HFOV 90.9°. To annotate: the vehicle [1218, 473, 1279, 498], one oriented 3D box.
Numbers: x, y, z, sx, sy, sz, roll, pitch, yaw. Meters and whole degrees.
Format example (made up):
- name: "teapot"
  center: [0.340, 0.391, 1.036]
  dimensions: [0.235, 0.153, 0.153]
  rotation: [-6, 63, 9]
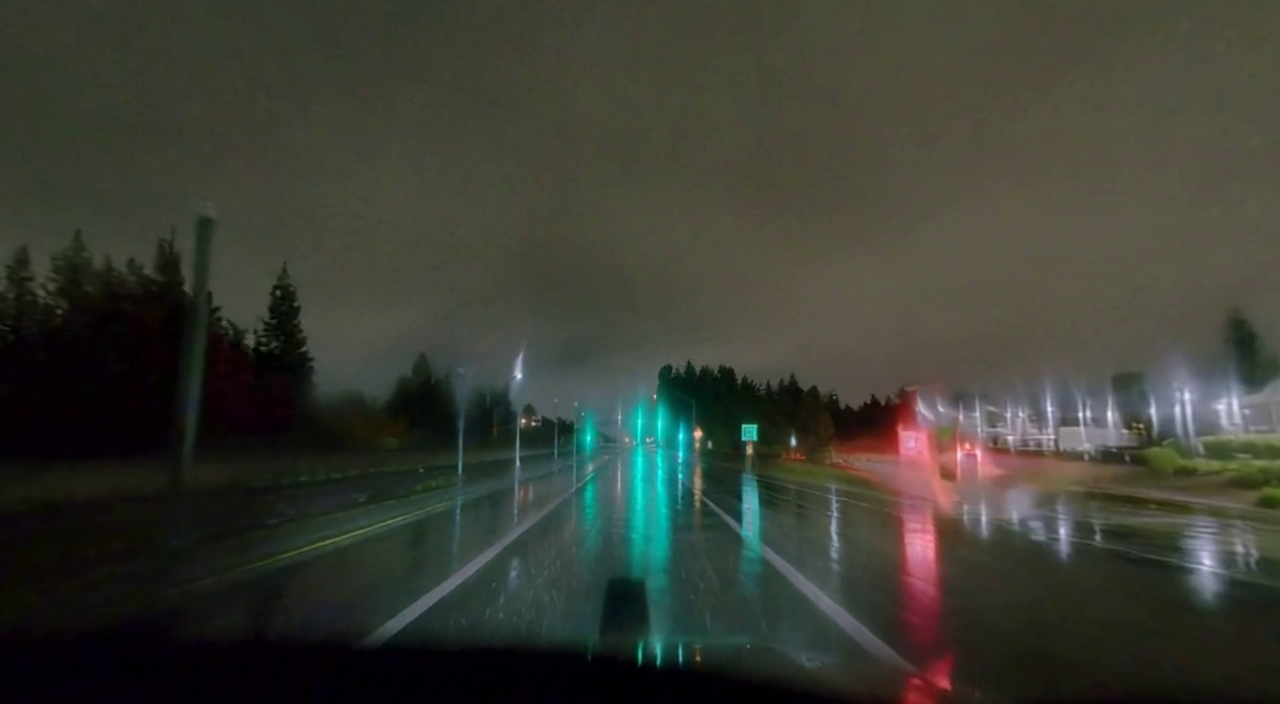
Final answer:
- name: "vehicle"
  center: [44.117, 9.503, 44.932]
  dimensions: [4.270, 1.626, 1.897]
  rotation: [1, -9, -10]
